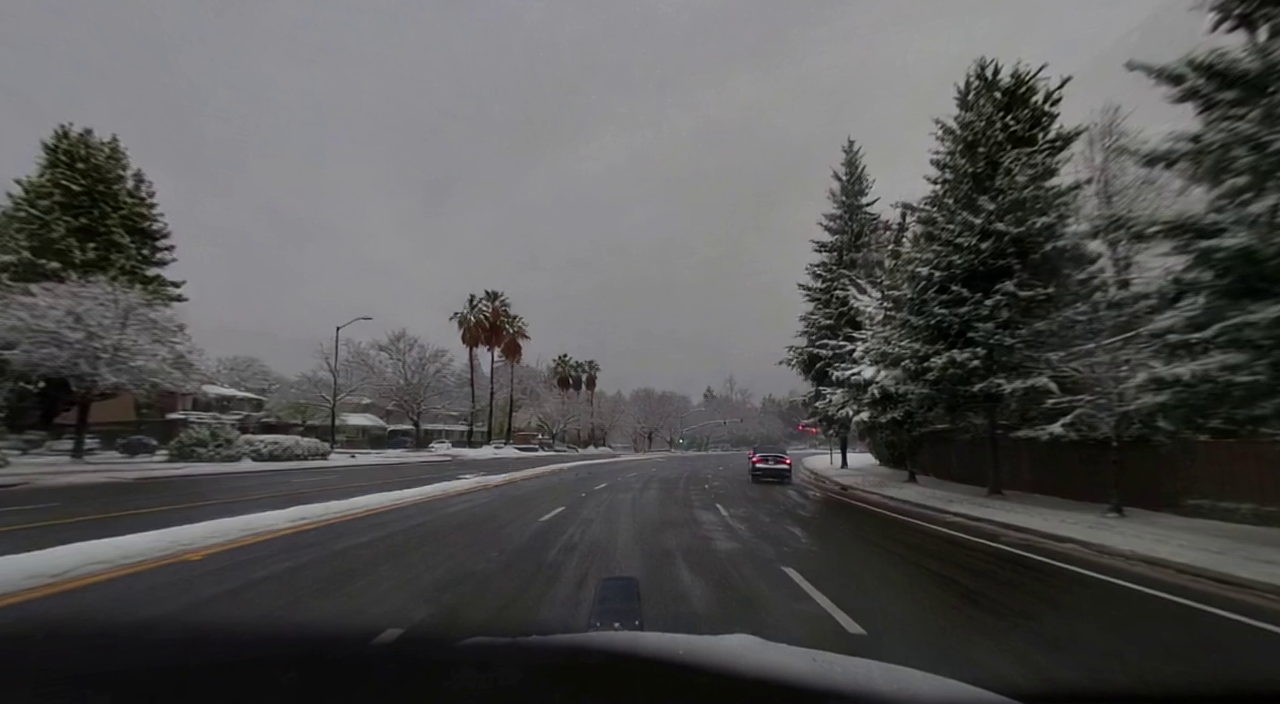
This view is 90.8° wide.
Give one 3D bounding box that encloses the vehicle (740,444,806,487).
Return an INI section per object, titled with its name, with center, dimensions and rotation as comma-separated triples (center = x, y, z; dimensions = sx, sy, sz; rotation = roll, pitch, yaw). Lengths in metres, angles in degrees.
[vehicle]
center = 4.999, 4.306, 24.299
dimensions = 1.993, 1.483, 3.821
rotation = -1, -9, 5
